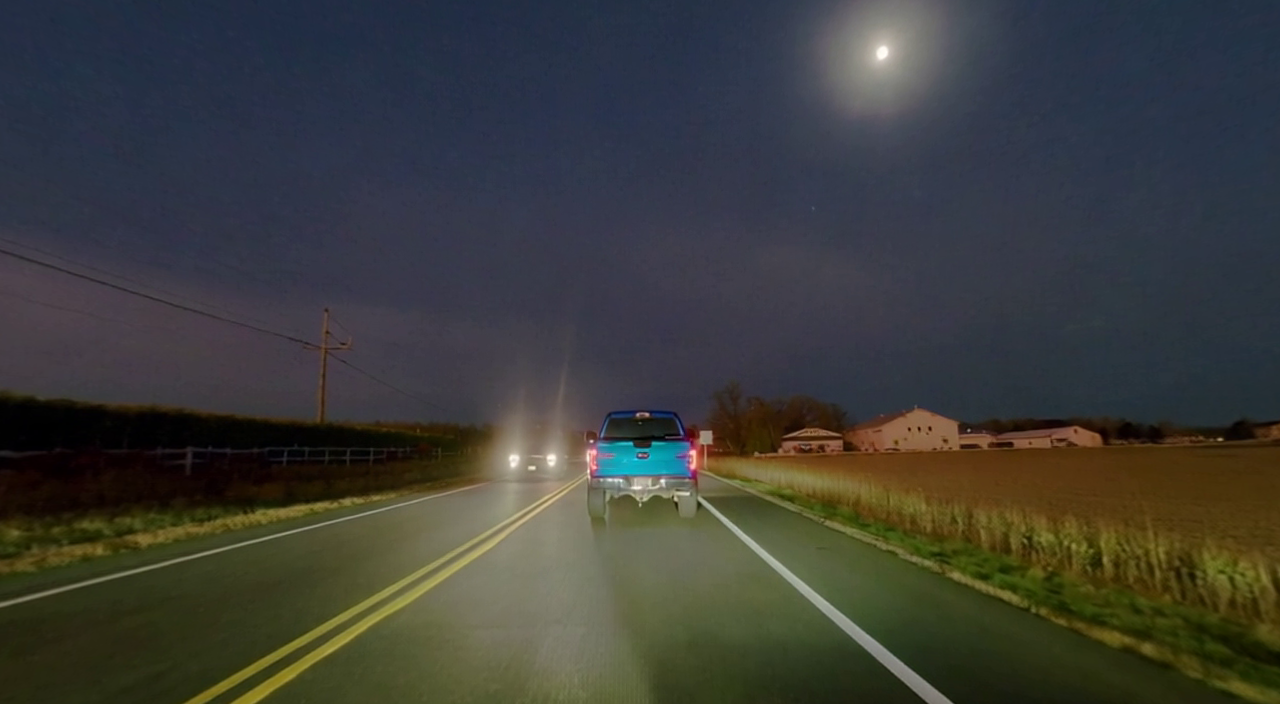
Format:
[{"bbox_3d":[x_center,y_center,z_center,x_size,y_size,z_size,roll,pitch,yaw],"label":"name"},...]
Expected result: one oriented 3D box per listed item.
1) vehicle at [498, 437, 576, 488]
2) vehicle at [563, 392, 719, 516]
[{"bbox_3d":[-3.824,4.195,24.375,2.122,1.729,4.783,0,-8,1],"label":"vehicle"},{"bbox_3d":[-0.045,2.448,15.572,2.912,2.320,7.292,0,-8,-1],"label":"vehicle"}]
